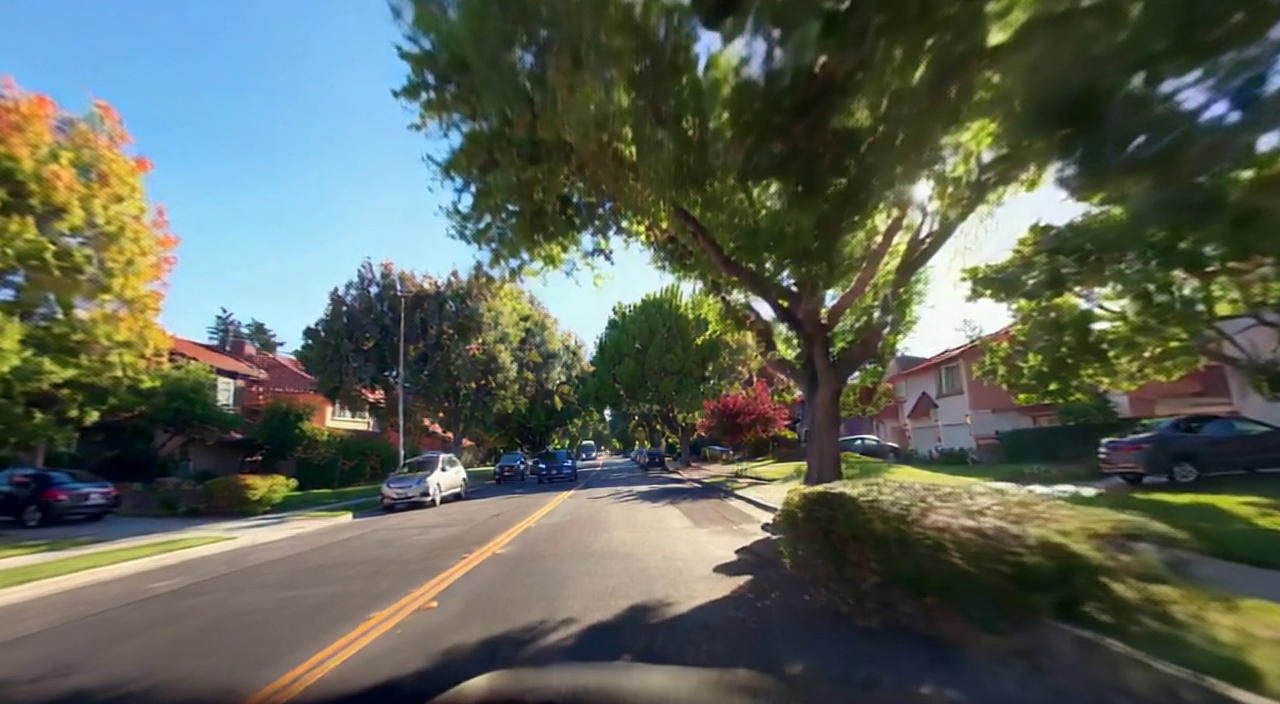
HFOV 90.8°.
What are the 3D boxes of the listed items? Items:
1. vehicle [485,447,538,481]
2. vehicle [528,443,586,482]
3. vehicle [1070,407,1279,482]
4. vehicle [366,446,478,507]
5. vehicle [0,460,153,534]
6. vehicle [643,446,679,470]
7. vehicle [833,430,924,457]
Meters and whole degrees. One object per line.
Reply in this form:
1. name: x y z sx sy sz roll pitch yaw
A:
1. vehicle: -6.841 5.991 34.101 2.033 1.721 4.328 0 -9 -1
2. vehicle: -3.818 5.182 29.868 2.106 1.688 4.392 0 -9 0
3. vehicle: 12.342 2.023 13.743 4.389 1.480 2.038 -2 -9 10
4. vehicle: -6.635 3.803 19.754 2.031 1.662 4.194 0 -9 -1
5. vehicle: -13.938 3.222 14.378 4.487 1.464 1.889 -2 -9 11
6. vehicle: 1.374 7.199 42.967 1.996 1.516 4.122 1 -9 -5
7. vehicle: 13.049 5.073 34.820 4.370 1.433 1.889 -2 -9 12
